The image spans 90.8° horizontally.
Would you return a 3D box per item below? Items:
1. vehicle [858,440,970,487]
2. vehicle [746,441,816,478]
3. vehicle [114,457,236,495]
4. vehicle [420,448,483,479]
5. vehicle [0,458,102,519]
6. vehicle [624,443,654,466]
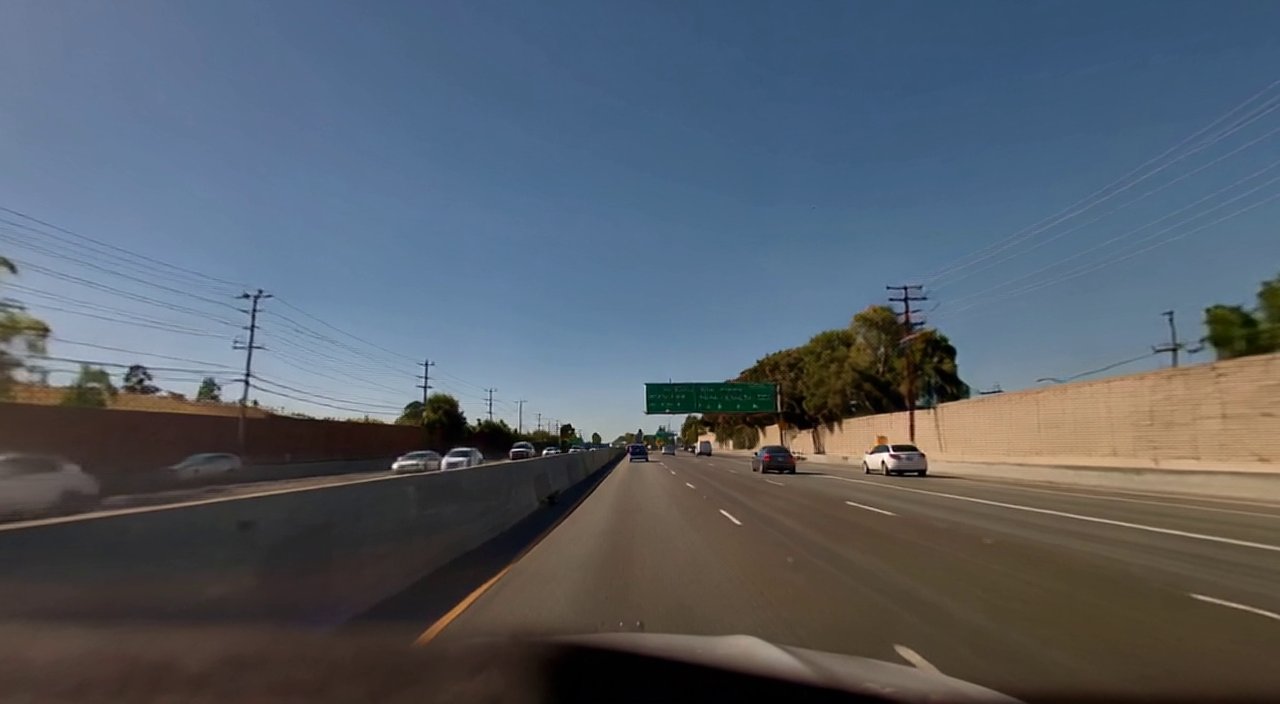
[{"bbox_3d":[9.732,3.989,22.901,1.969,1.506,4.422,0,-9,-1],"label":"vehicle"},{"bbox_3d":[6.340,4.892,29.001,2.069,1.520,4.614,0,-8,-1],"label":"vehicle"},{"bbox_3d":[-20.349,5.400,27.918,1.971,1.447,4.468,0,-9,0],"label":"vehicle"},{"bbox_3d":[-9.944,5.885,33.701,1.946,1.495,4.468,0,-9,0],"label":"vehicle"},{"bbox_3d":[-16.780,3.491,16.190,1.875,1.460,4.645,0,-8,0],"label":"vehicle"},{"bbox_3d":[-0.091,7.087,43.737,1.993,1.506,3.883,0,-8,0],"label":"vehicle"}]
